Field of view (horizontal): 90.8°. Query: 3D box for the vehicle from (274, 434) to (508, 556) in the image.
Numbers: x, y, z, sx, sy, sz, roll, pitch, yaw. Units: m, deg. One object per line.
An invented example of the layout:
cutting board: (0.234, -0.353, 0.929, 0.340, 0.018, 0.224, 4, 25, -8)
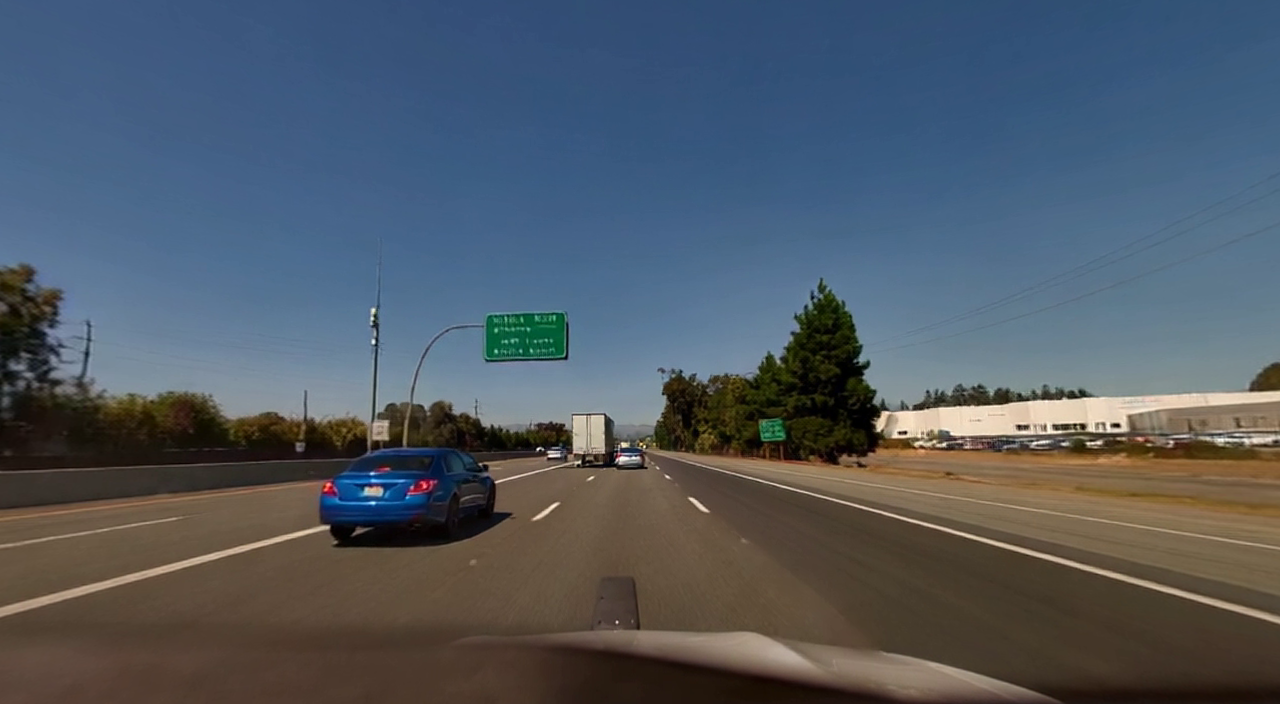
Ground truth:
vehicle: (-3.601, 2.132, 10.197, 1.997, 1.507, 4.391, 0, -9, 0)

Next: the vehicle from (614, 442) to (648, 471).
vehicle: (-0.561, 6.557, 39.881, 2.033, 1.669, 4.112, 0, -9, -1)
